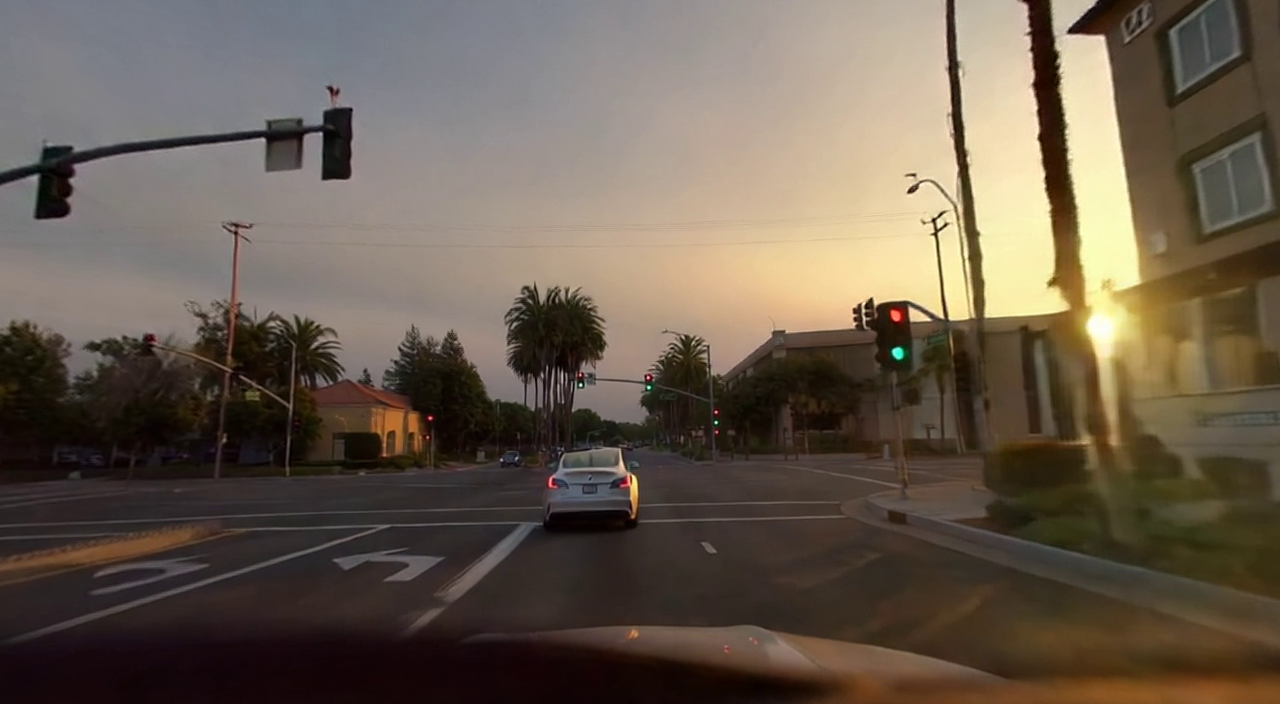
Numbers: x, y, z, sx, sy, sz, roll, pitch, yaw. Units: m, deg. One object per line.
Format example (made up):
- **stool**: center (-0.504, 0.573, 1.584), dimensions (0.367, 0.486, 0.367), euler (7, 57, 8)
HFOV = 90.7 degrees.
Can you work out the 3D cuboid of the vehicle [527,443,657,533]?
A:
- **vehicle**: center (-0.857, 2.593, 12.737), dimensions (2.152, 1.478, 4.229), euler (0, -9, -2)
